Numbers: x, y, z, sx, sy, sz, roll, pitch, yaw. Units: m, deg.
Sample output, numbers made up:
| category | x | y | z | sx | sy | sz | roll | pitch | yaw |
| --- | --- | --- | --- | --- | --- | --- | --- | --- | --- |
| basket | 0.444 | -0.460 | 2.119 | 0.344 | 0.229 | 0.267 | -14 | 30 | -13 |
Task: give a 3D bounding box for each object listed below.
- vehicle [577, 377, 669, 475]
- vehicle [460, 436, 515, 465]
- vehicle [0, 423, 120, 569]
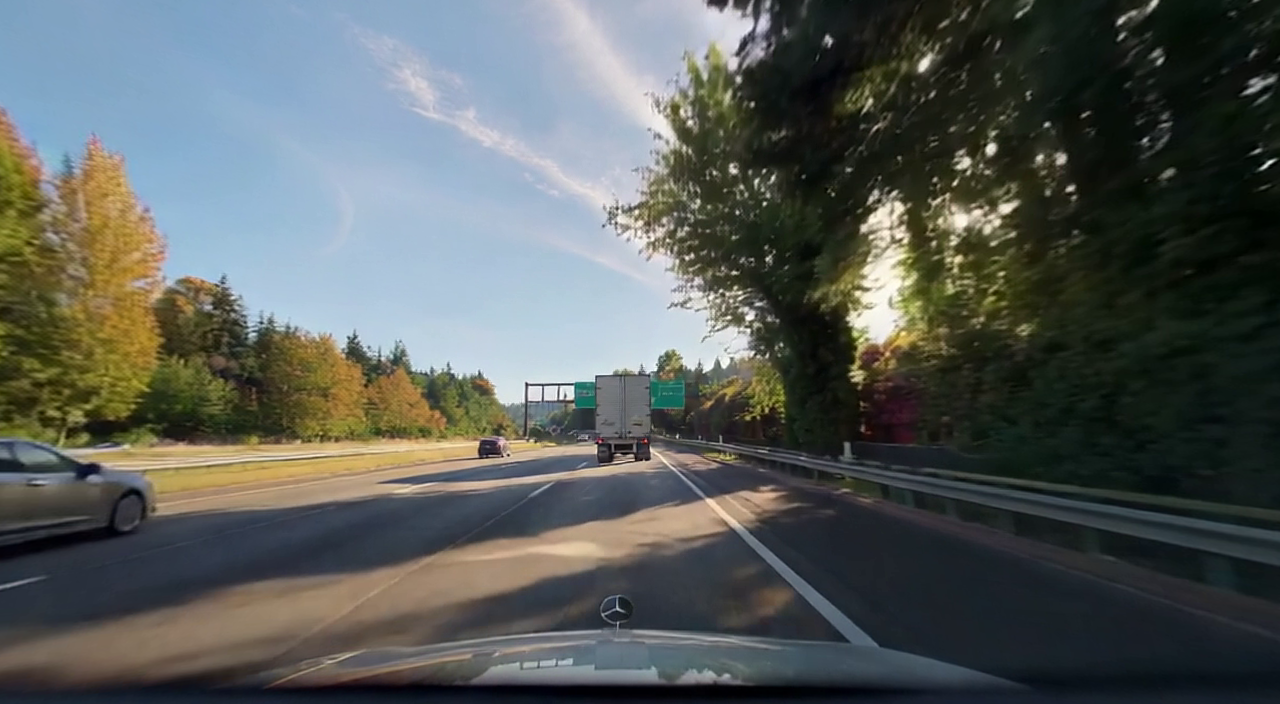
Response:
| category | x | y | z | sx | sy | sz | roll | pitch | yaw |
| --- | --- | --- | --- | --- | --- | --- | --- | --- | --- |
| vehicle | -0.733 | 3.455 | 28.314 | 3.033 | 3.223 | 14.836 | 1 | -8 | -1 |
| vehicle | -8.085 | 5.229 | 33.736 | 1.949 | 1.437 | 4.296 | 0 | -8 | -1 |
| vehicle | -7.474 | 1.413 | 5.990 | 1.856 | 1.479 | 3.710 | 0 | -8 | -1 |
